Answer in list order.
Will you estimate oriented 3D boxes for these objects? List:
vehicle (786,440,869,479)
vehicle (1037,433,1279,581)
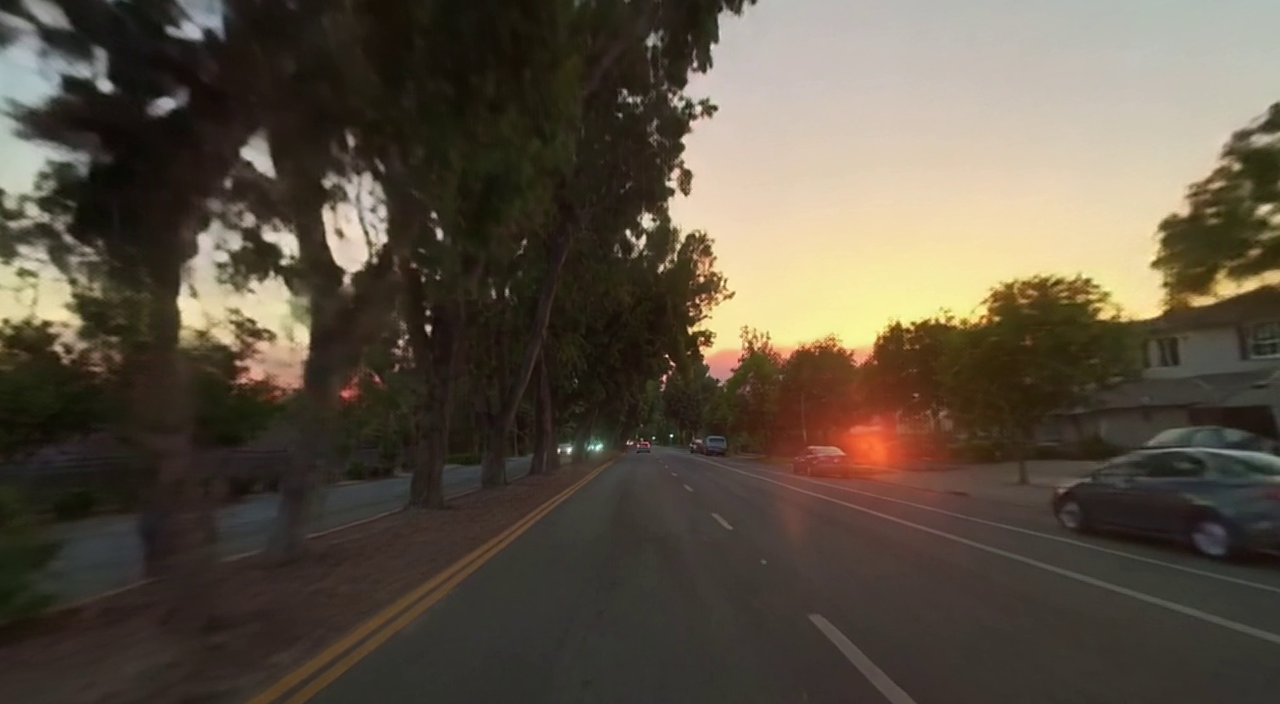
[{"bbox_3d":[7.628,4.426,26.244,1.967,1.449,4.645,0,-8,0],"label":"vehicle"},{"bbox_3d":[7.428,1.780,7.890,2.010,1.469,4.548,0,-8,1],"label":"vehicle"}]
